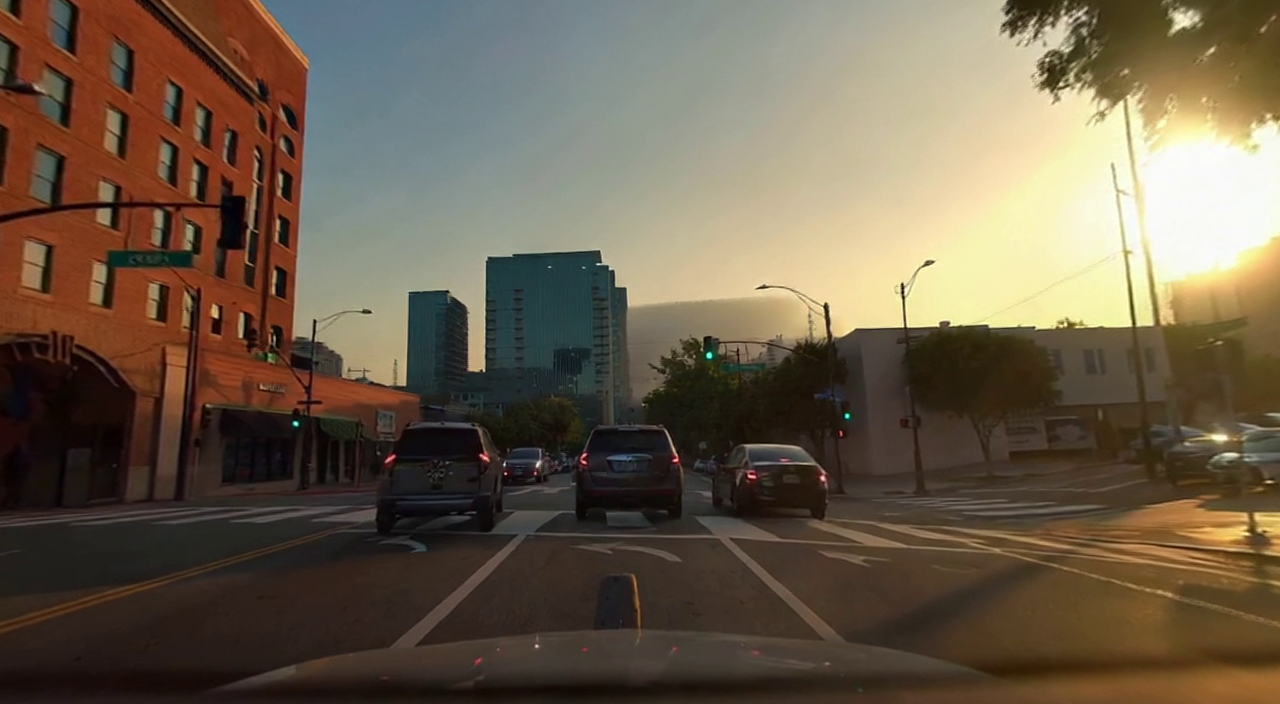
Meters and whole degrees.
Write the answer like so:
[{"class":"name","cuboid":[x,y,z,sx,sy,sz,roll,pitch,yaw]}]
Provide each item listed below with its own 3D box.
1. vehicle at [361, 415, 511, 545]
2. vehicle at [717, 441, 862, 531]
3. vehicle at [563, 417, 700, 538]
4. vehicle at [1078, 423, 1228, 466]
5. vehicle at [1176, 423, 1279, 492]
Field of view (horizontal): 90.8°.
[{"class":"vehicle","cuboid":[-3.352,2.142,11.233,1.855,1.812,4.244,1,-9,-9]},{"class":"vehicle","cuboid":[2.741,2.539,12.597,1.852,1.462,4.155,0,-8,0]},{"class":"vehicle","cuboid":[-0.183,2.265,12.045,2.105,1.842,4.537,0,-8,-1]},{"class":"vehicle","cuboid":[20.822,3.784,25.782,4.355,1.663,1.948,0,-8,0]},{"class":"vehicle","cuboid":[17.356,2.829,16.816,4.547,1.720,1.624,0,-12,-1]}]
